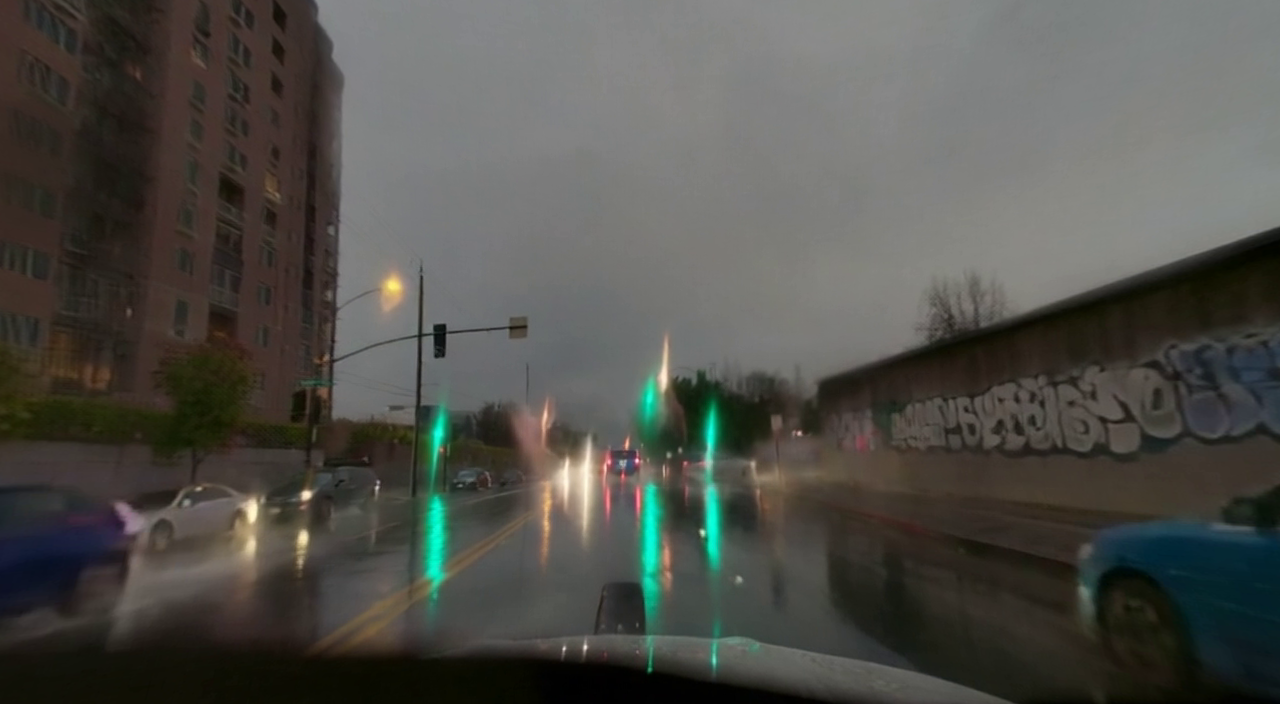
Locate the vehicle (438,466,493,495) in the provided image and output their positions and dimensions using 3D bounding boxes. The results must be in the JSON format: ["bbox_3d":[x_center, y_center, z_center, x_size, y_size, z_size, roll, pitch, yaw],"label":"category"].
[{"bbox_3d":[-10.877,8.031,39.695,2.070,1.476,4.508,-1,-8,1],"label":"vehicle"}]

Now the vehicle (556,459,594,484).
[{"bbox_3d":[-4.359,8.113,43.032,2.095,1.447,4.202,0,-8,0],"label":"vehicle"}]

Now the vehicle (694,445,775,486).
[{"bbox_3d":[4.590,5.337,30.220,2.207,1.761,4.292,-6,-10,32],"label":"vehicle"}]

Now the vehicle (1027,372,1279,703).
[{"bbox_3d":[4.071,0.914,2.587,2.025,1.758,4.463,0,-8,-2],"label":"vehicle"}]

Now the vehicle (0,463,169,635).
[{"bbox_3d":[-6.510,1.732,5.228,2.040,1.402,4.237,-2,-8,-1],"label":"vehicle"}]

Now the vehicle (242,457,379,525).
[{"bbox_3d":[-11.016,4.616,21.601,2.199,1.717,4.888,-5,-8,-2],"label":"vehicle"}]

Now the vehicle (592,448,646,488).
[{"bbox_3d":[-0.885,5.056,27.888,2.166,1.579,4.300,0,-8,-1],"label":"vehicle"}]
